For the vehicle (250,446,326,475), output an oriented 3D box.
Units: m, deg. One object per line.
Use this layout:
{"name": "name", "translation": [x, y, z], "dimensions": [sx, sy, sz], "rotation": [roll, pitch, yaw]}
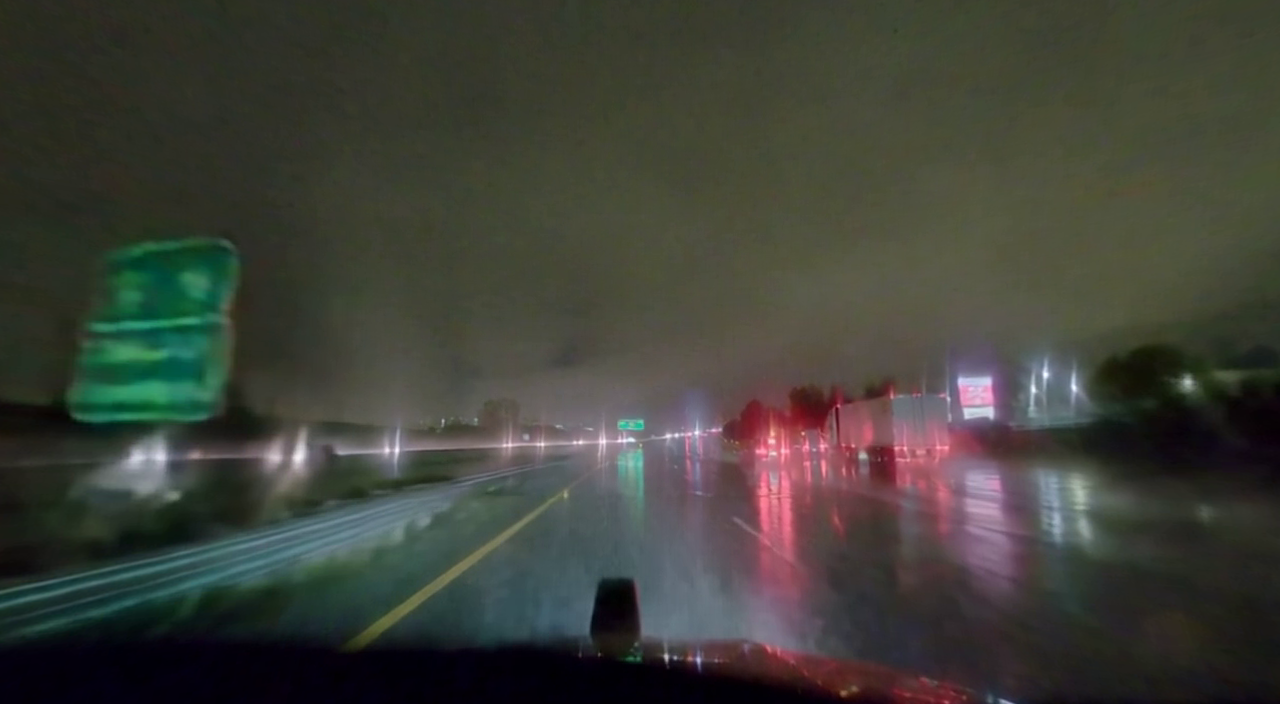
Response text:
{"name": "vehicle", "translation": [-20.049, 6.151, 36.175], "dimensions": [1.890, 1.547, 4.069], "rotation": [0, -8, 1]}
